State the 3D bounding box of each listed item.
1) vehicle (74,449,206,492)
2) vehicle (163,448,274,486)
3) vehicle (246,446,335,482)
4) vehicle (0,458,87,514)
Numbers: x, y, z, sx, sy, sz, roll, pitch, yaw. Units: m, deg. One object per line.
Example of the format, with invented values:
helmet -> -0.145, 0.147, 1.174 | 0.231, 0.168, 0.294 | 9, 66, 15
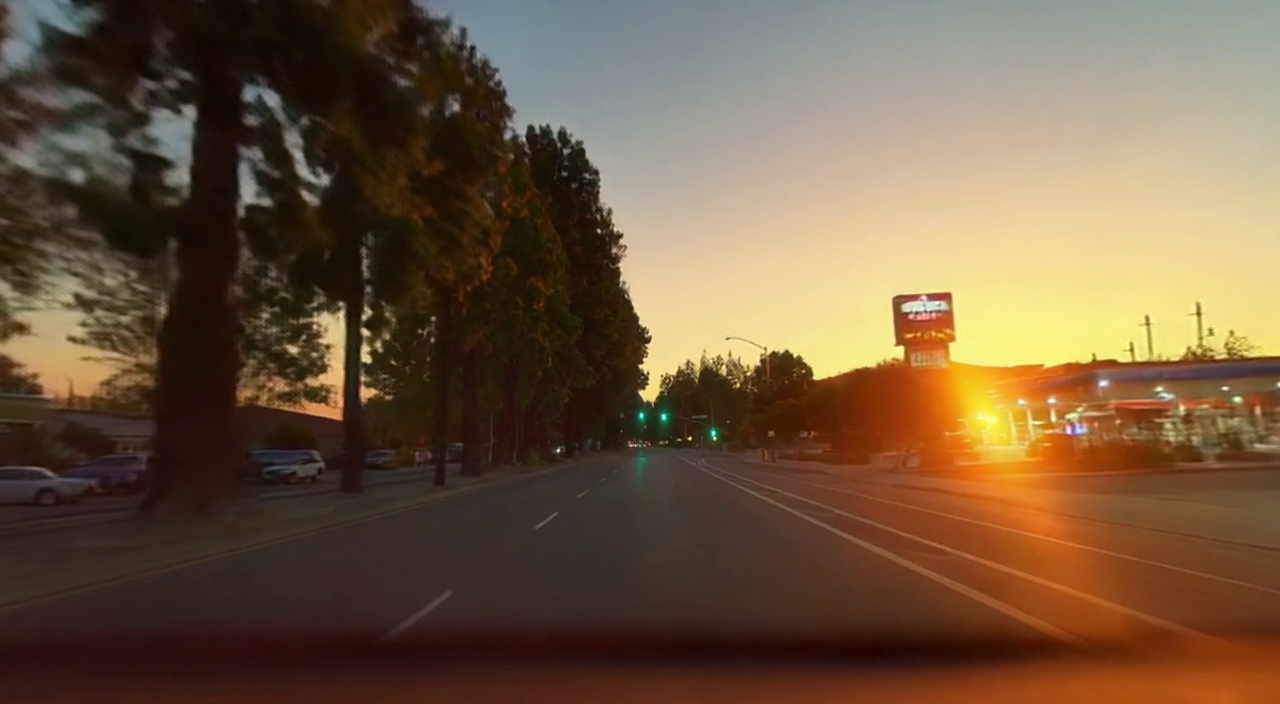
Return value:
vehicle -> -23.703, 5.592, 30.037 | 4.271, 1.902, 2.281 | 0, -8, 1
vehicle -> -23.649, 6.447, 35.482 | 4.634, 1.977, 2.282 | -1, -9, 3
vehicle -> -24.064, 7.685, 43.546 | 5.040, 2.072, 1.949 | -3, -6, 0
vehicle -> -25.299, 5.435, 25.246 | 4.386, 2.004, 1.991 | -4, -9, -2
